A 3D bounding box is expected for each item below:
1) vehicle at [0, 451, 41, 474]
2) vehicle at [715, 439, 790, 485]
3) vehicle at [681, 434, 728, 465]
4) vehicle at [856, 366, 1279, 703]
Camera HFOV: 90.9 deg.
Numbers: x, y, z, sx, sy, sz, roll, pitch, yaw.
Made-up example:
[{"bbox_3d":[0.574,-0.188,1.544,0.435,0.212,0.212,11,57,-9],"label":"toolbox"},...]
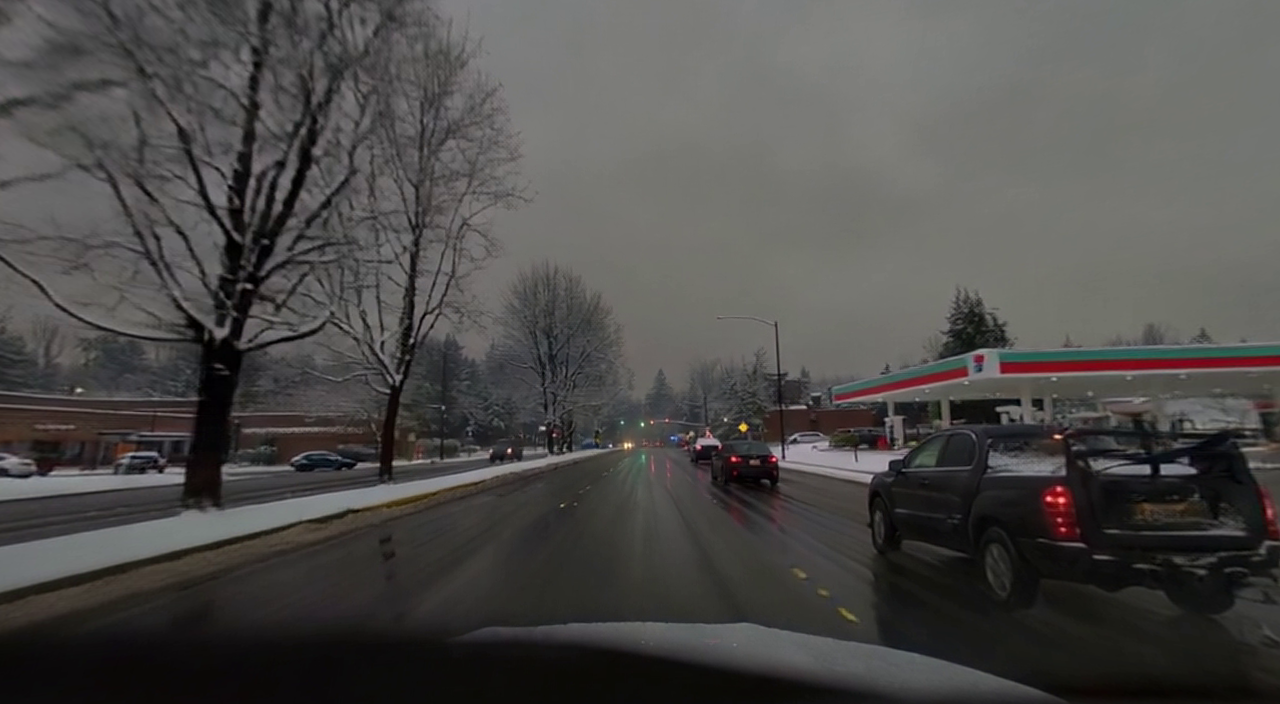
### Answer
[{"bbox_3d":[-43.854,7.622,43.476,1.820,1.459,4.381,1,-8,-18],"label":"vehicle"},{"bbox_3d":[3.858,3.845,22.300,1.871,1.442,4.122,0,-8,-1],"label":"vehicle"},{"bbox_3d":[4.228,6.542,42.427,2.611,1.983,5.165,0,-8,0],"label":"vehicle"},{"bbox_3d":[3.620,1.249,5.236,1.875,1.665,4.931,0,-8,0],"label":"vehicle"}]
